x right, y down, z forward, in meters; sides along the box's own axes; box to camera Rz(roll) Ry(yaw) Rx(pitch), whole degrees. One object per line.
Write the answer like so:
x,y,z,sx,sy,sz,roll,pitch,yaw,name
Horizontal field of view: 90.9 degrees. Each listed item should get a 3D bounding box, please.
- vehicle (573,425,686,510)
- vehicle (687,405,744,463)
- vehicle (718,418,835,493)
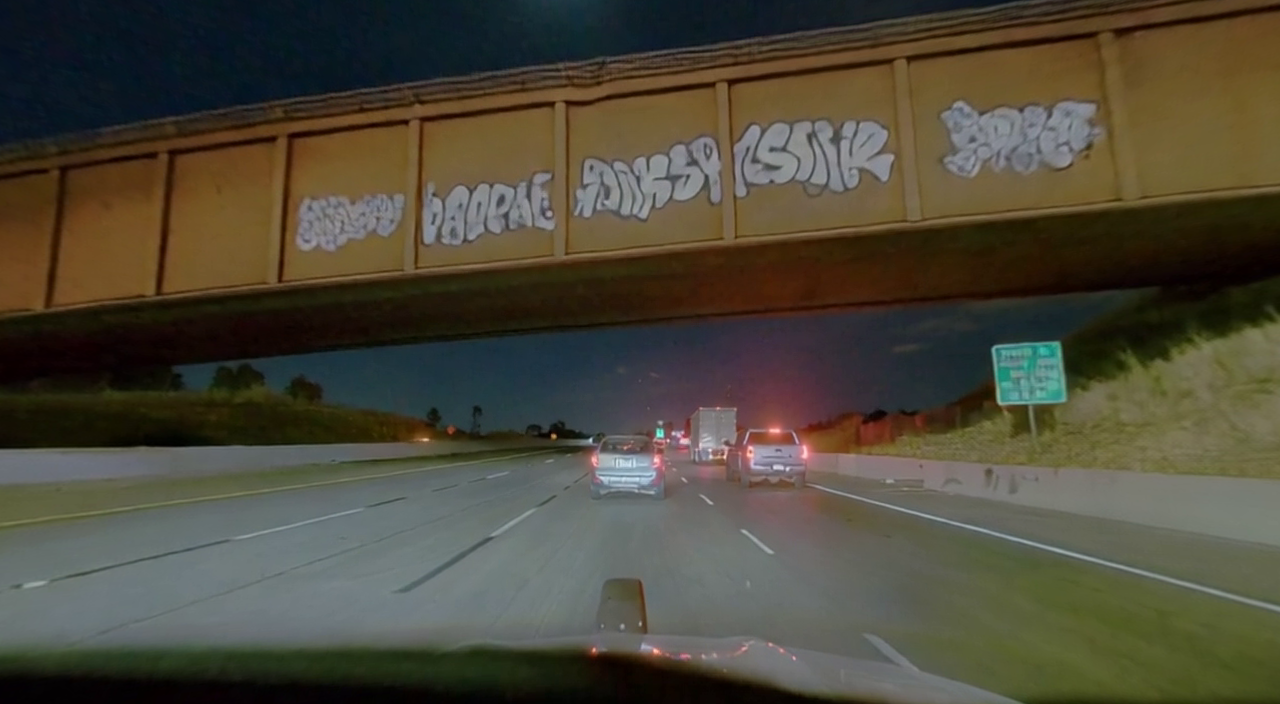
-0.183,2.543,14.307,2.193,1.651,3.946,0,-8,1,vehicle
4.702,5.346,40.727,2.873,3.408,7.323,0,-8,1,vehicle
3.880,3.109,19.288,2.311,1.922,5.977,0,-8,1,vehicle
